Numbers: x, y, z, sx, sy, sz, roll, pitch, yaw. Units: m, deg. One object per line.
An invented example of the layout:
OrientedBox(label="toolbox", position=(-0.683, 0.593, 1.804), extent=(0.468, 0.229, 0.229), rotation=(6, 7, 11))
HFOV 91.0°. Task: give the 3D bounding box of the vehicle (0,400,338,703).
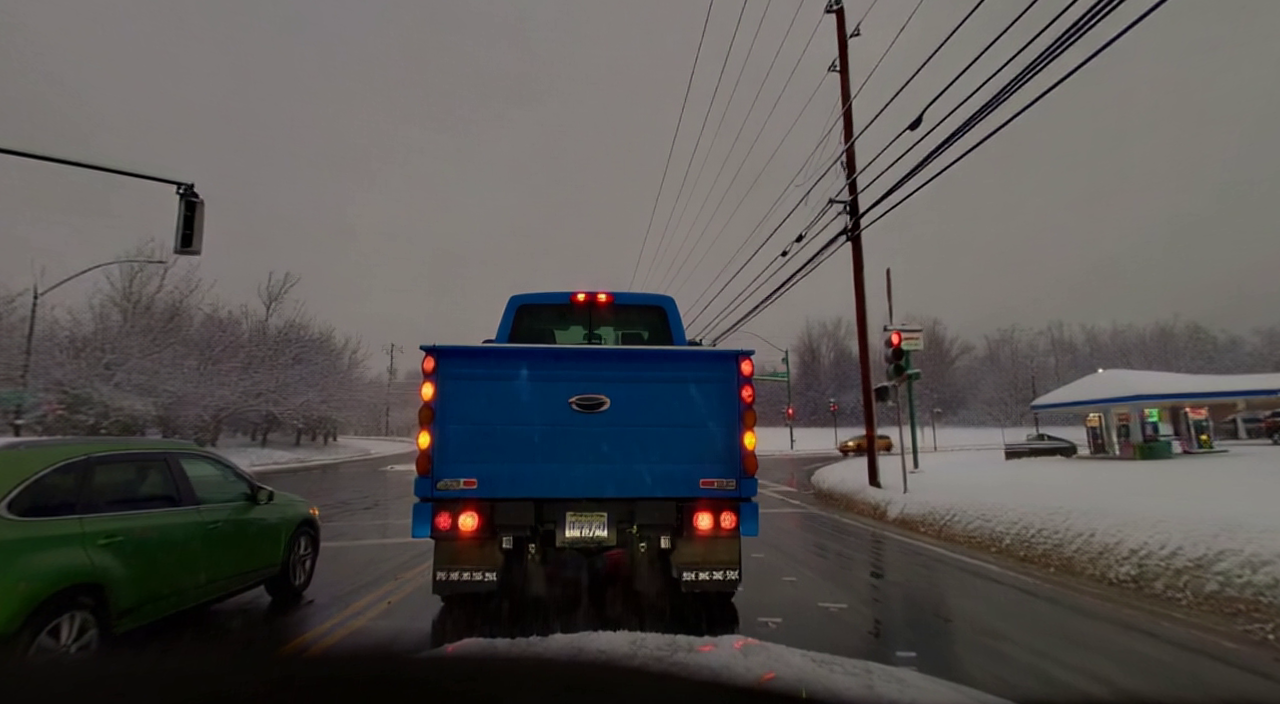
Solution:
OrientedBox(label="vehicle", position=(-3.956, 1.193, 3.994), extent=(2.017, 1.555, 4.150), rotation=(-1, -9, 0))

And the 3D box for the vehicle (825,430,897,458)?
OrientedBox(label="vehicle", position=(16.498, 6.832, 46.793), extent=(6.346, 1.917, 2.360), rotation=(8, -12, -43))

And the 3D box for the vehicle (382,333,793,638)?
OrientedBox(label="vehicle", position=(-0.418, 1.326, 7.220), extent=(2.859, 2.144, 5.406), rotation=(0, -9, -1))

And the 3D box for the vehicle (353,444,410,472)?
OrientedBox(label="vehicle", position=(-17.106, 7.020, 41.928), extent=(2.133, 1.690, 4.331), rotation=(0, -9, -3))

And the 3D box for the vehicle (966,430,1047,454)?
OrientedBox(label="vehicle", position=(27.640, 6.775, 47.489), extent=(5.021, 1.757, 2.012), rotation=(1, -9, -8))

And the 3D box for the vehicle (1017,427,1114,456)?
OrientedBox(label="vehicle", position=(25.577, 5.397, 37.932), extent=(4.419, 1.496, 1.854), rotation=(-2, -9, 1))
